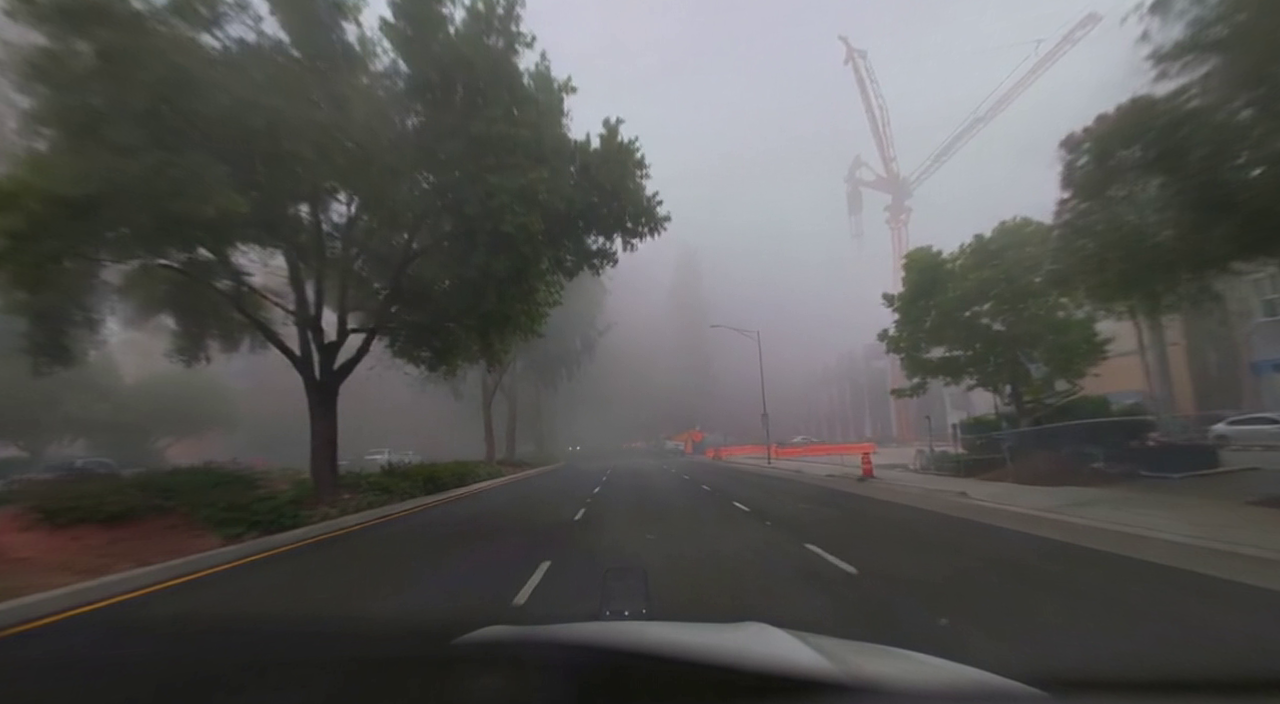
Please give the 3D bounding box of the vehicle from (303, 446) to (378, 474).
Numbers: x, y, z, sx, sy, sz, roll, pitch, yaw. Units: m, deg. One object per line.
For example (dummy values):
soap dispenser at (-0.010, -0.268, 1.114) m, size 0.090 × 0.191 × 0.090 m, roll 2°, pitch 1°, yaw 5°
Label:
vehicle at (-22.352, 8.047, 47.357) m, size 2.328 × 1.918 × 5.628 m, roll -1°, pitch -8°, yaw 6°

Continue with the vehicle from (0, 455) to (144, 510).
vehicle at (-21.940, 4.866, 24.107) m, size 1.941 × 1.743 × 5.264 m, roll 0°, pitch -8°, yaw -4°

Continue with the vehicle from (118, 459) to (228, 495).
vehicle at (-22.299, 5.961, 30.375) m, size 1.863 × 1.470 × 4.526 m, roll 0°, pitch -8°, yaw -1°

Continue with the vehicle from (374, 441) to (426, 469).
vehicle at (-18.638, 8.013, 49.212) m, size 2.286 × 2.069 × 5.077 m, roll 0°, pitch -8°, yaw -4°
